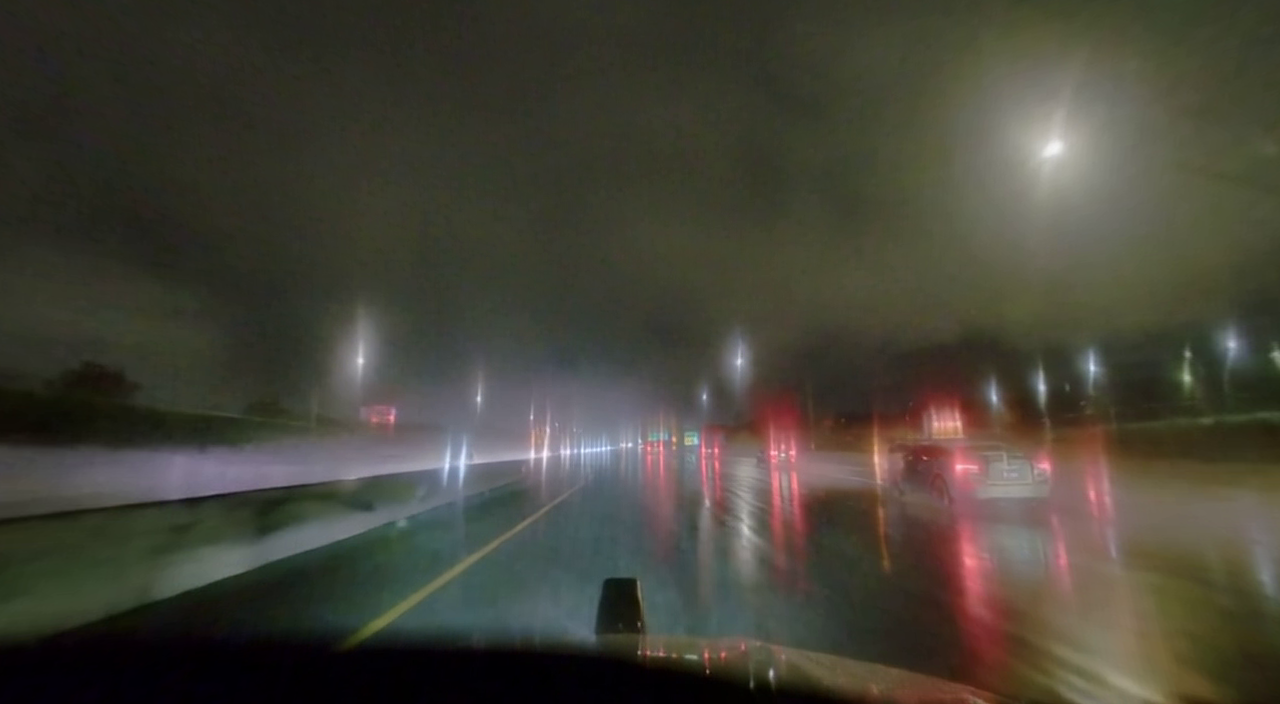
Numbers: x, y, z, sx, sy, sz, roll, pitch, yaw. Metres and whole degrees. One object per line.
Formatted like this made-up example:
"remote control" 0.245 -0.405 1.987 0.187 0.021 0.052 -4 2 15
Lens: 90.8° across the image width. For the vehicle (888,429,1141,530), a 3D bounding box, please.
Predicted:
"vehicle" 6.777 2.344 12.243 1.901 1.548 4.684 0 -9 -2
